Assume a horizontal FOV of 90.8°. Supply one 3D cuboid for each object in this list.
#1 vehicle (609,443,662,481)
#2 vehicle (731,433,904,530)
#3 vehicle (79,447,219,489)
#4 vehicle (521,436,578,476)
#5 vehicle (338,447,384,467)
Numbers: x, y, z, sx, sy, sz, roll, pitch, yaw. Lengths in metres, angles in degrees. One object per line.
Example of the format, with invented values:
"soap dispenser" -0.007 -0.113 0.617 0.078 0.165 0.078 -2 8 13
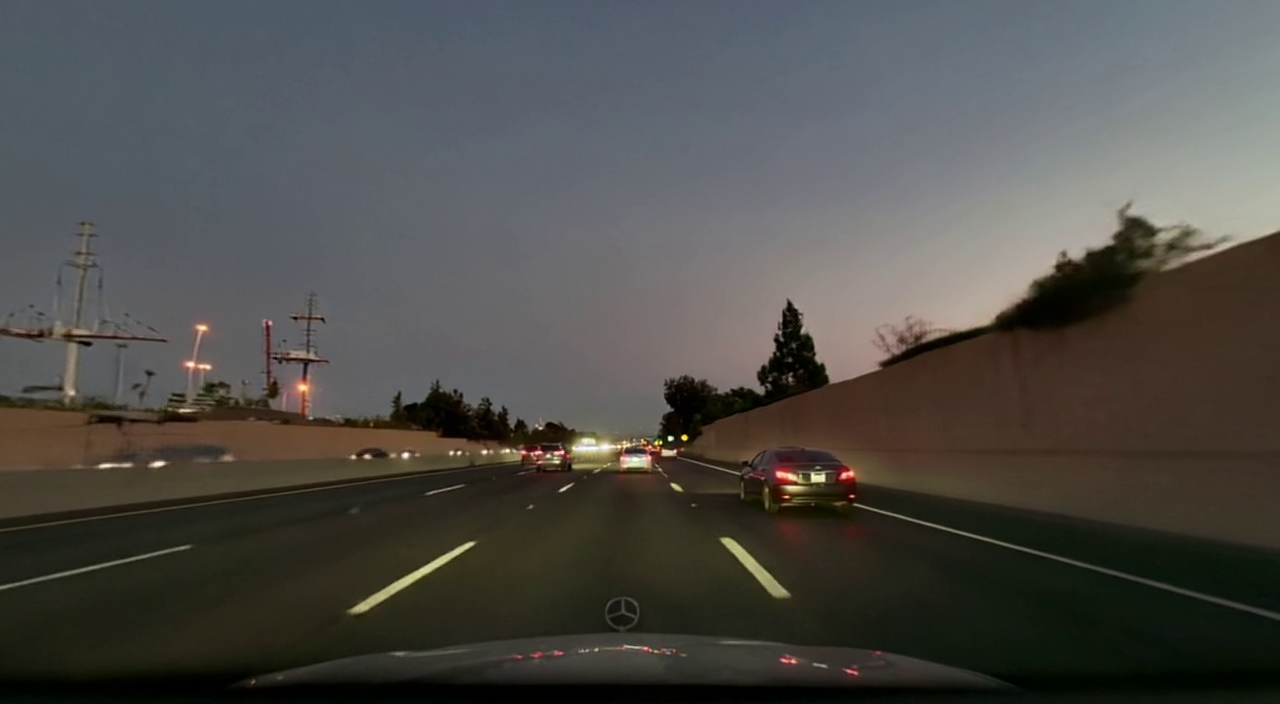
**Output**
"vehicle" -0.223 4.515 26.278 2.045 1.452 4.040 0 -8 -1
"vehicle" 3.136 2.385 12.298 1.917 1.507 4.540 0 -8 -2
"vehicle" -19.029 4.486 24.807 1.778 1.466 4.610 0 -8 1
"vehicle" -4.365 5.079 31.068 2.121 1.775 4.335 0 -8 1
"vehicle" -22.011 8.244 49.907 1.751 1.510 3.999 0 -8 1
